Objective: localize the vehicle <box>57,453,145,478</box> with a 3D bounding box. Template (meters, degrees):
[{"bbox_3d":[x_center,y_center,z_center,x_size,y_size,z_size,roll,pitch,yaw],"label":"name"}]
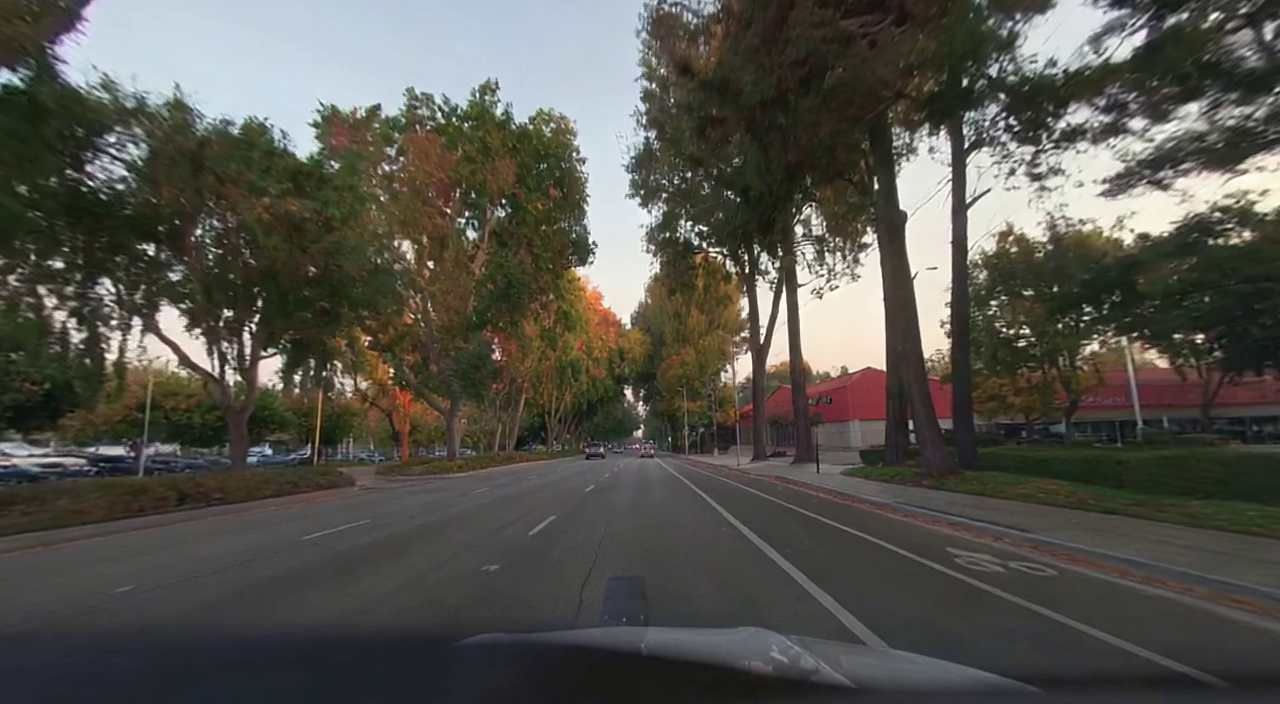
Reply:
[{"bbox_3d":[-39.122,8.259,45.945,2.180,1.655,4.689,0,-9,1],"label":"vehicle"}]

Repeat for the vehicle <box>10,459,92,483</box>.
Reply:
[{"bbox_3d":[-41.970,8.478,45.065,1.896,1.537,3.971,-1,-9,3],"label":"vehicle"}]
